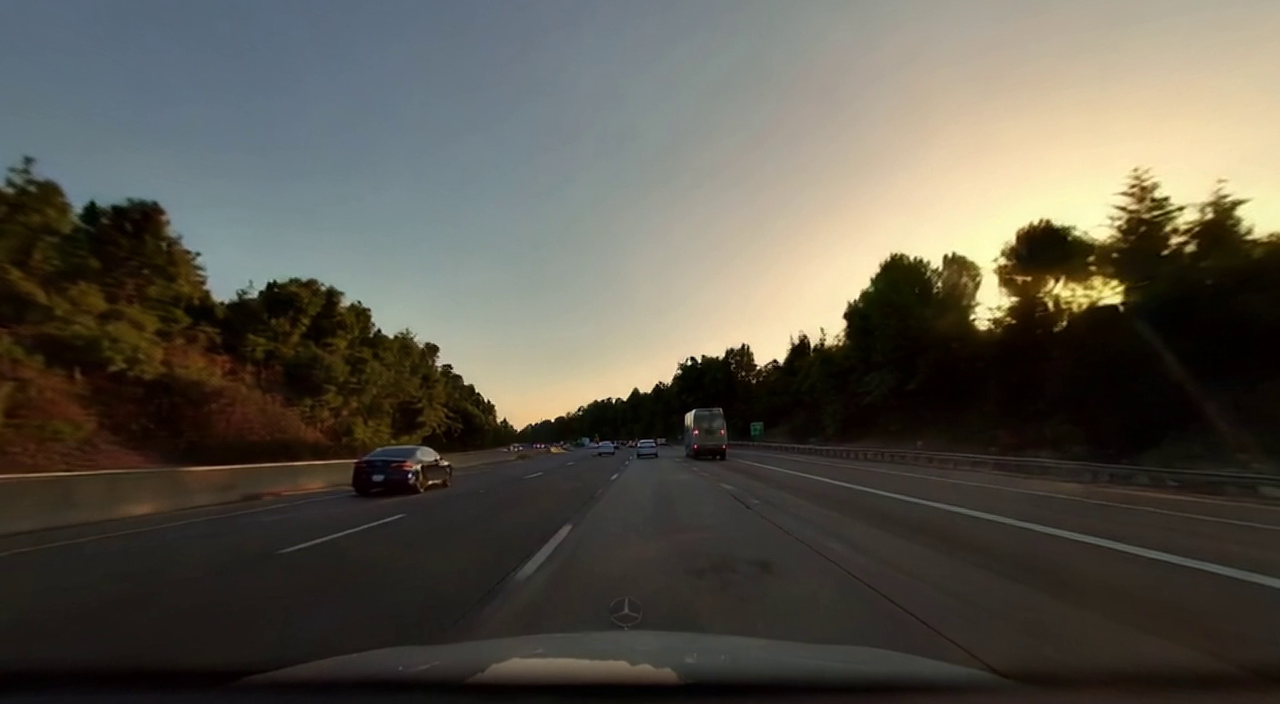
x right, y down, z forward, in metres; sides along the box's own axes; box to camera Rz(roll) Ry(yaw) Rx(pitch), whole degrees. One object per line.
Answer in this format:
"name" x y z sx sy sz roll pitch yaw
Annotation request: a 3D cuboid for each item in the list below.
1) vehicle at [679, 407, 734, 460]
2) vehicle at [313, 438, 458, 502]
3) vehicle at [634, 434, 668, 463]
"vehicle" 4.678 6.100 46.331 2.855 3.423 9.485 0 -9 0
"vehicle" -6.802 3.200 17.536 1.947 1.513 4.751 -1 -9 2
"vehicle" 0.730 6.658 43.495 2.212 1.807 4.372 -1 -9 1
